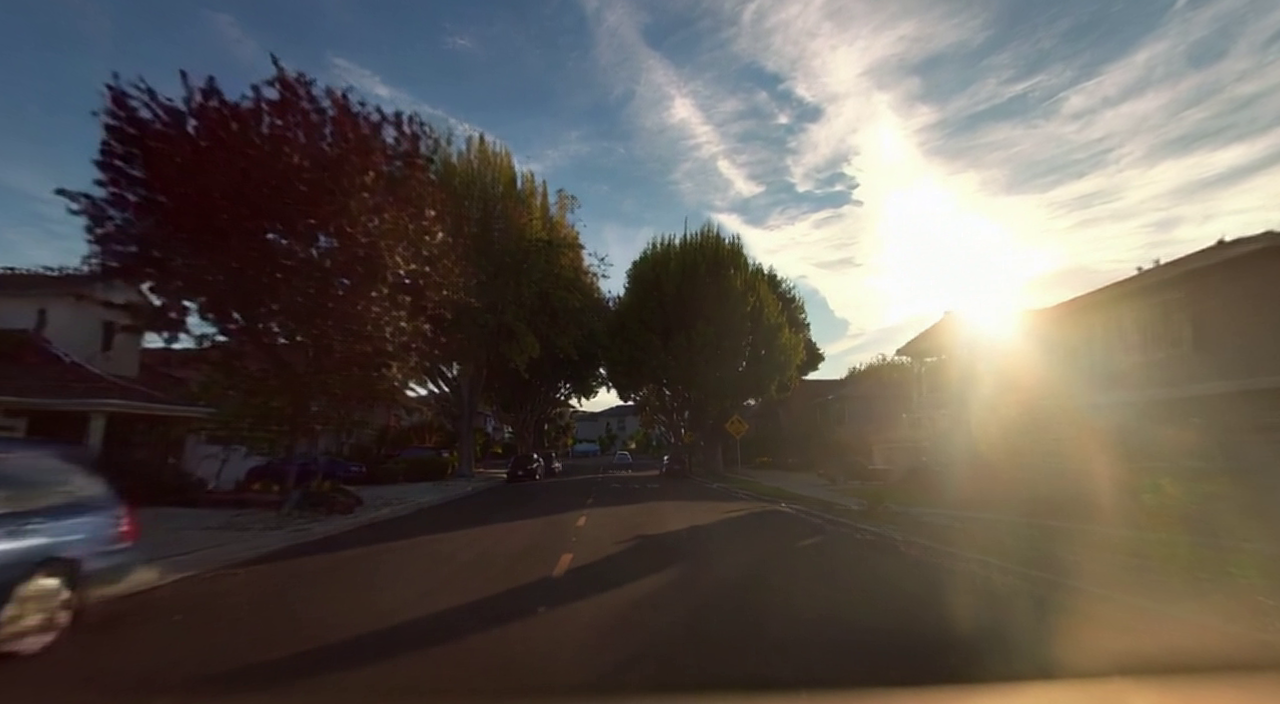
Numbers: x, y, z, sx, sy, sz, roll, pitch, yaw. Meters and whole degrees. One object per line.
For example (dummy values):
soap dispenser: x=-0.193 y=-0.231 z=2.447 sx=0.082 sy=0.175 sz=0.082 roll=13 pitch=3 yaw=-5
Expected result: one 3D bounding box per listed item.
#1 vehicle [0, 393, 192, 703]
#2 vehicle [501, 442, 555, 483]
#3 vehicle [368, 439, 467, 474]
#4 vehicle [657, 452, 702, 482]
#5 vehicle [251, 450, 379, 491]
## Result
vehicle: x=-4.760 y=1.069 z=2.942 sx=2.093 sy=1.810 sz=4.555 roll=-2 pitch=-9 yaw=-2
vehicle: x=-6.105 y=6.182 z=34.991 sx=2.155 sy=1.907 sz=5.100 roll=-3 pitch=-12 yaw=-1
vehicle: x=-13.632 y=6.415 z=38.933 sx=5.234 sy=2.076 sz=2.197 roll=0 pitch=-9 yaw=-1
vehicle: x=2.194 y=6.565 z=36.434 sx=2.047 sy=1.532 sz=4.350 roll=0 pitch=-9 yaw=-4
vehicle: x=-12.617 y=4.594 z=24.723 sx=3.989 sy=1.485 sz=1.814 roll=0 pitch=-9 yaw=-4
